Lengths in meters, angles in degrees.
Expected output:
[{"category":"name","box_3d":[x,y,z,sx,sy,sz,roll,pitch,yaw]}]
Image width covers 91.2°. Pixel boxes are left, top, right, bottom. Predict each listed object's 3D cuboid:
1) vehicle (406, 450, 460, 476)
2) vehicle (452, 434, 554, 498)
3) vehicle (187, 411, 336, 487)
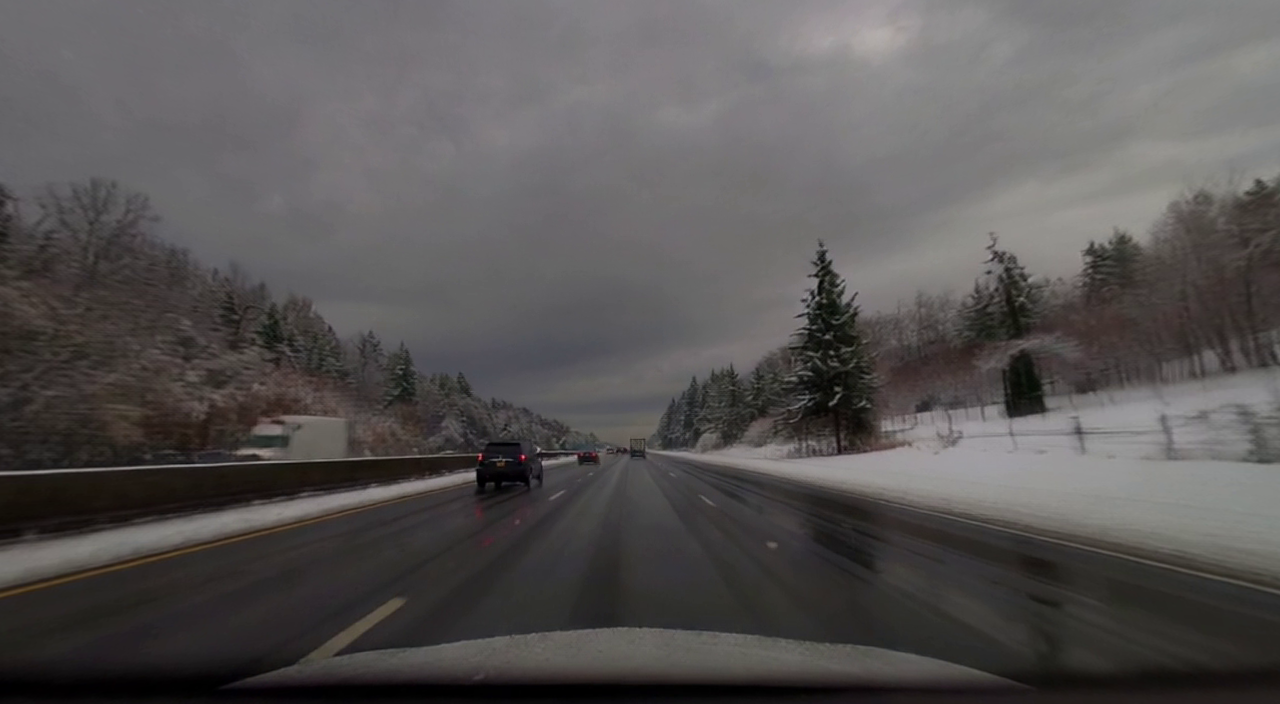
[{"category":"vehicle","box_3d":[-12.790,6.863,38.977,1.864,1.503,4.389,0,-9,0]},{"category":"vehicle","box_3d":[-3.992,3.411,19.094,2.151,1.693,4.201,0,-9,0]},{"category":"vehicle","box_3d":[-17.321,4.516,29.410,2.523,3.082,6.976,-1,-9,1]}]
